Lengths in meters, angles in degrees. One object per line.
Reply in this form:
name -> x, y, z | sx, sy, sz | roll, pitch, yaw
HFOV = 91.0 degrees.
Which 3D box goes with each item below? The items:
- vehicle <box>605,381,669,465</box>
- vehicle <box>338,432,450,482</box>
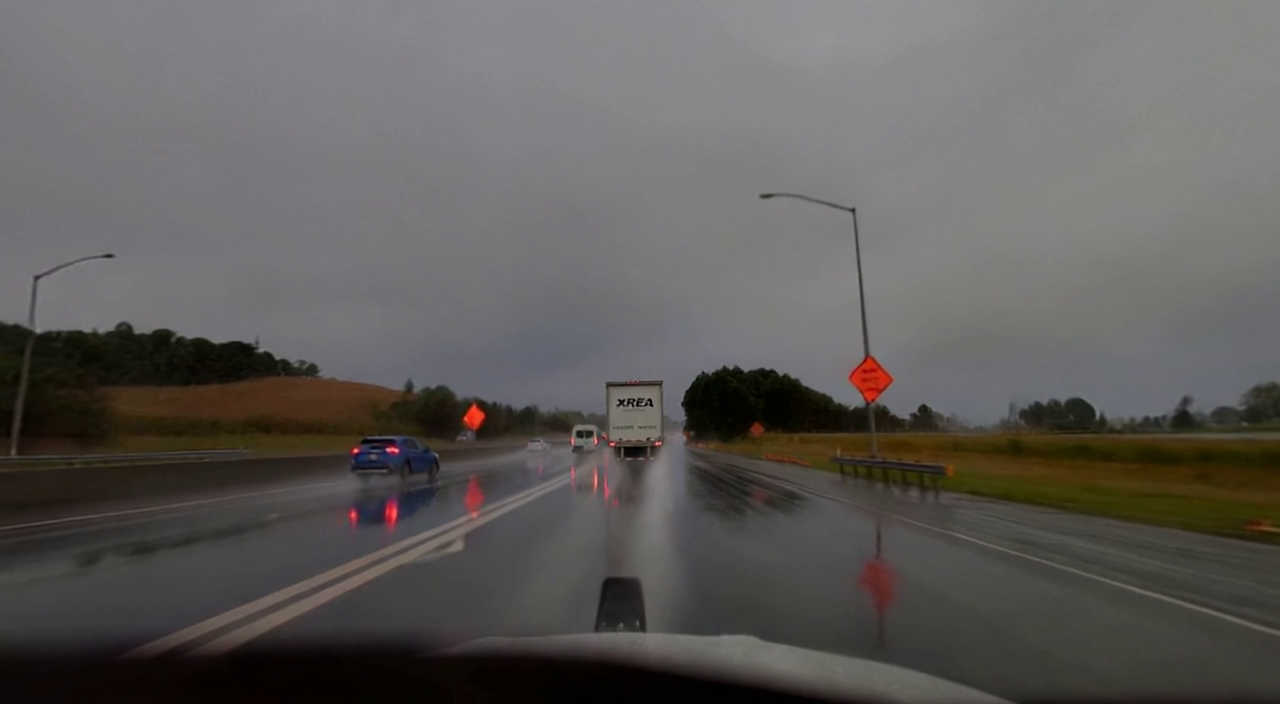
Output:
vehicle -> -0.197, 4.405, 36.289 | 3.183, 4.011, 9.617 | -1, -11, 0
vehicle -> -8.344, 3.600, 21.857 | 1.915, 1.506, 4.594 | 0, -8, 2
